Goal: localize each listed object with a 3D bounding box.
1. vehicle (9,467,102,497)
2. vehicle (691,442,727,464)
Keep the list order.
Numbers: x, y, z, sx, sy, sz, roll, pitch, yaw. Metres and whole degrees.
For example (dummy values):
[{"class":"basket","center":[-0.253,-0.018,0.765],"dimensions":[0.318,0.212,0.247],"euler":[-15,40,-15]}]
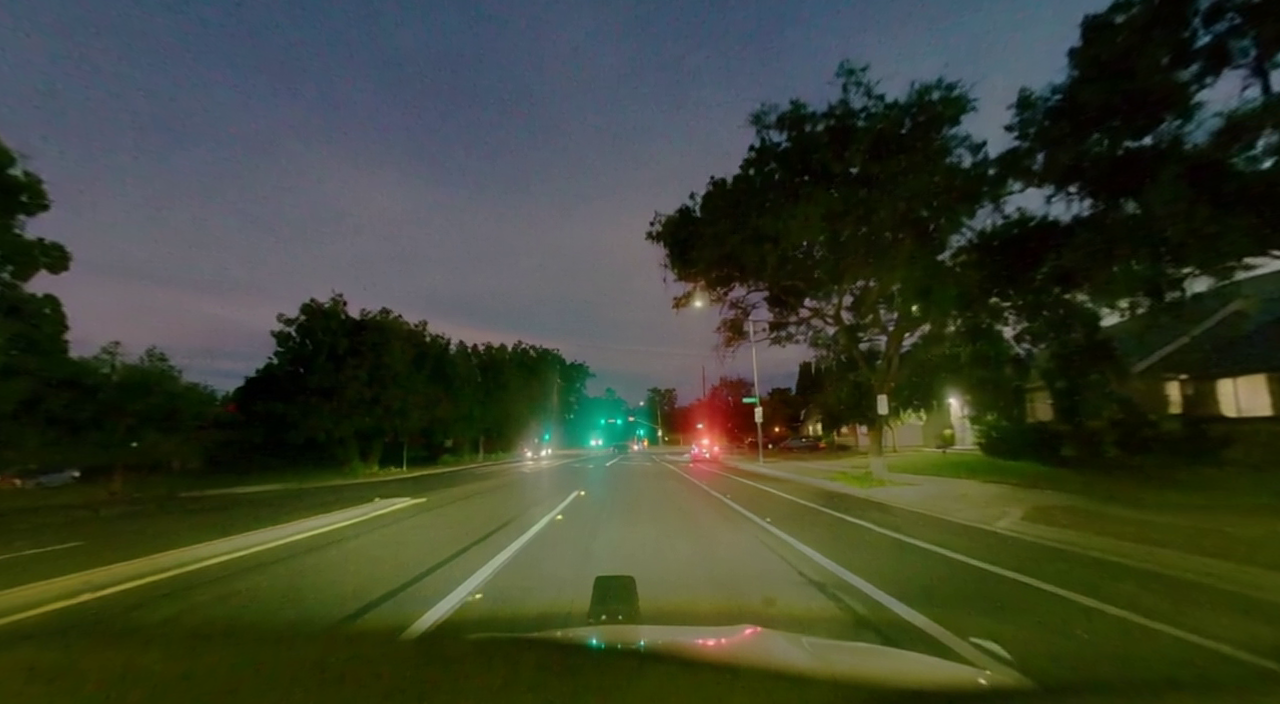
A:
[{"class":"vehicle","center":[-33.123,7.376,35.951],"dimensions":[1.713,1.466,3.614],"euler":[-1,-9,2]},{"class":"vehicle","center":[4.864,7.215,45.156],"dimensions":[1.917,1.440,4.335],"euler":[0,-9,-2]}]
